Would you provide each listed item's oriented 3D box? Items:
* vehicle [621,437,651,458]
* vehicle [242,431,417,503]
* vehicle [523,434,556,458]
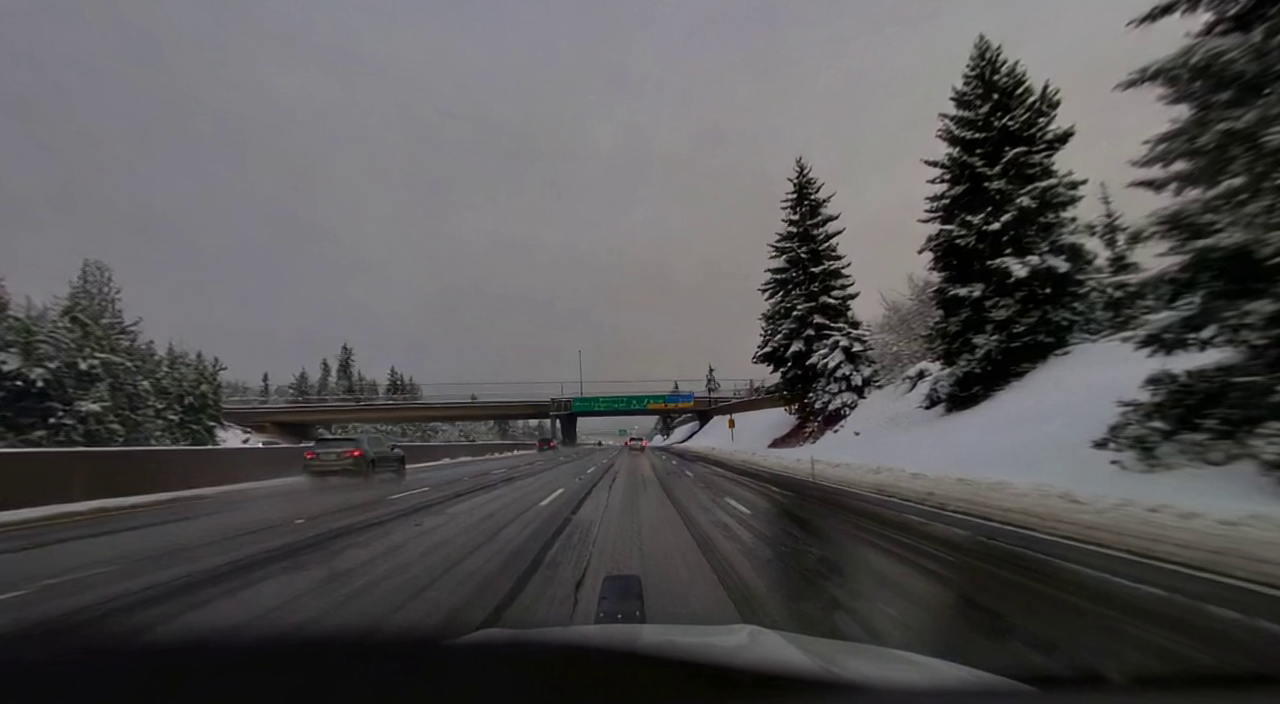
[{"bbox_3d":[-0.316,7.114,47.238,2.086,1.472,4.168,0,-8,-1],"label":"vehicle"},{"bbox_3d":[-7.388,2.768,15.701,1.994,1.487,4.605,0,-8,0],"label":"vehicle"},{"bbox_3d":[-7.854,7.387,49.816,1.971,1.715,4.329,0,-8,0],"label":"vehicle"}]
